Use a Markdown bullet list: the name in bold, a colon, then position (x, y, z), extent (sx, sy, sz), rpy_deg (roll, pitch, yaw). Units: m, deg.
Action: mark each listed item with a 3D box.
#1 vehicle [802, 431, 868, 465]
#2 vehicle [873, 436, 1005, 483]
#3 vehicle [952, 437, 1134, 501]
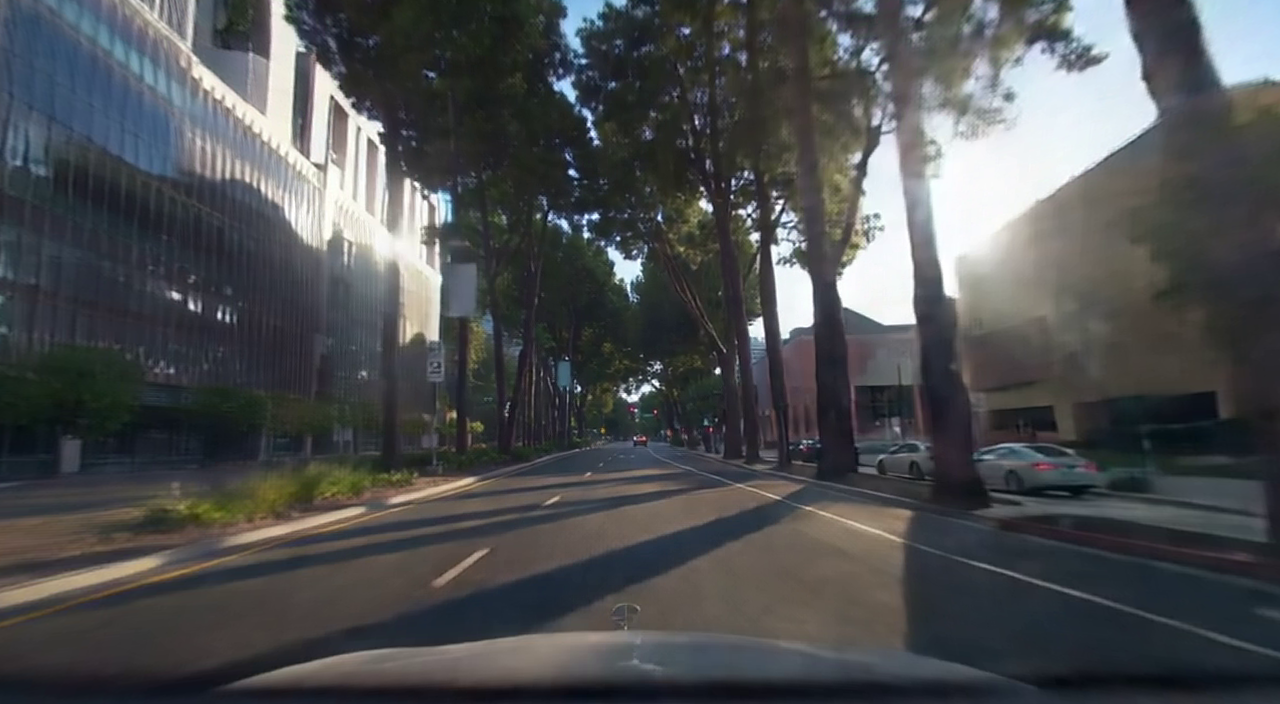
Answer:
- **vehicle**: position (10.521, 5.240, 34.487), extent (1.947, 1.716, 4.861), rpy_deg (0, -9, -1)
- **vehicle**: position (10.695, 3.887, 23.123), extent (1.977, 1.519, 4.953), rpy_deg (1, -9, -6)
- **vehicle**: position (10.731, 3.134, 17.338), extent (1.927, 1.489, 4.532), rpy_deg (0, -9, -1)
